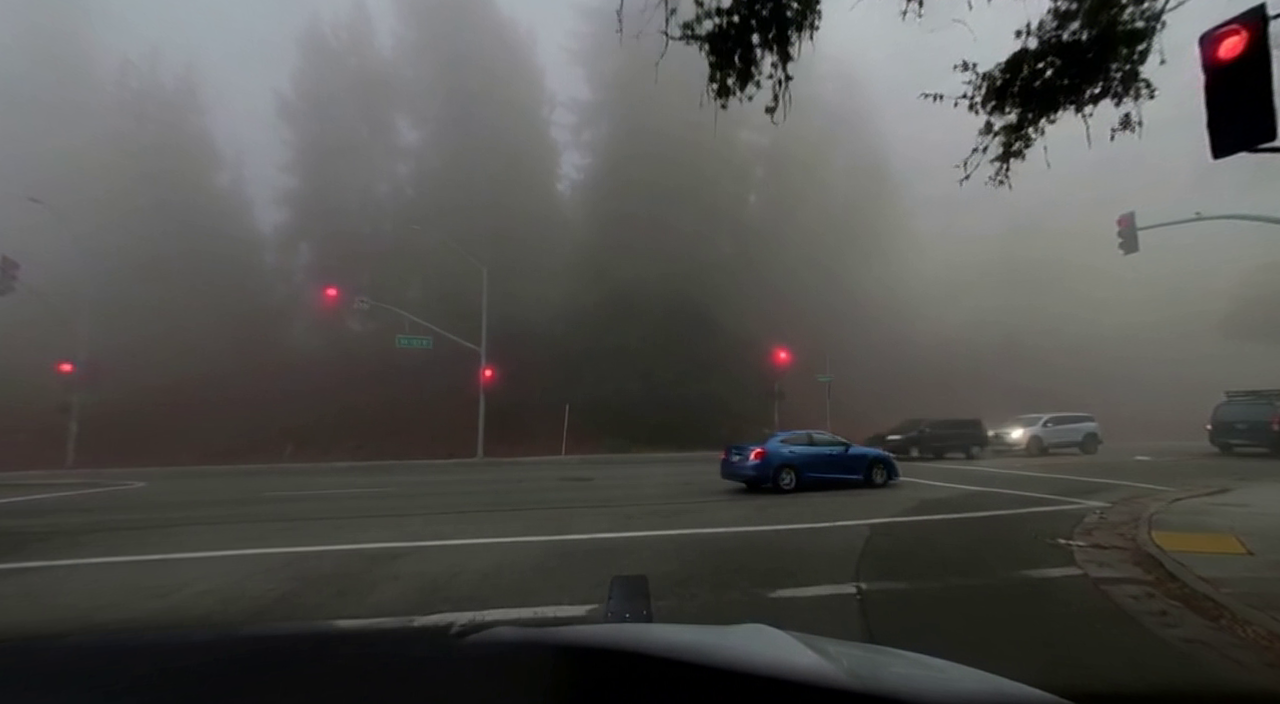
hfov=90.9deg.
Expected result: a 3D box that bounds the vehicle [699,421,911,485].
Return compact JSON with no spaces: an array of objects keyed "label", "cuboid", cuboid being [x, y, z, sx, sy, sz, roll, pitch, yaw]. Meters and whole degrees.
[{"label":"vehicle","cuboid":[4.041,2.502,15.814,4.757,1.442,1.858,1,-9,-10]}]

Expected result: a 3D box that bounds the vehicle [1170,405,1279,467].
[{"label":"vehicle","cuboid":[18.342,2.432,18.233,4.636,1.668,1.935,1,-9,-10]}]

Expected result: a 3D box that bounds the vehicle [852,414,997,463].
[{"label":"vehicle","cuboid":[11.315,3.448,25.161,4.966,1.806,2.007,2,-9,-13]}]
